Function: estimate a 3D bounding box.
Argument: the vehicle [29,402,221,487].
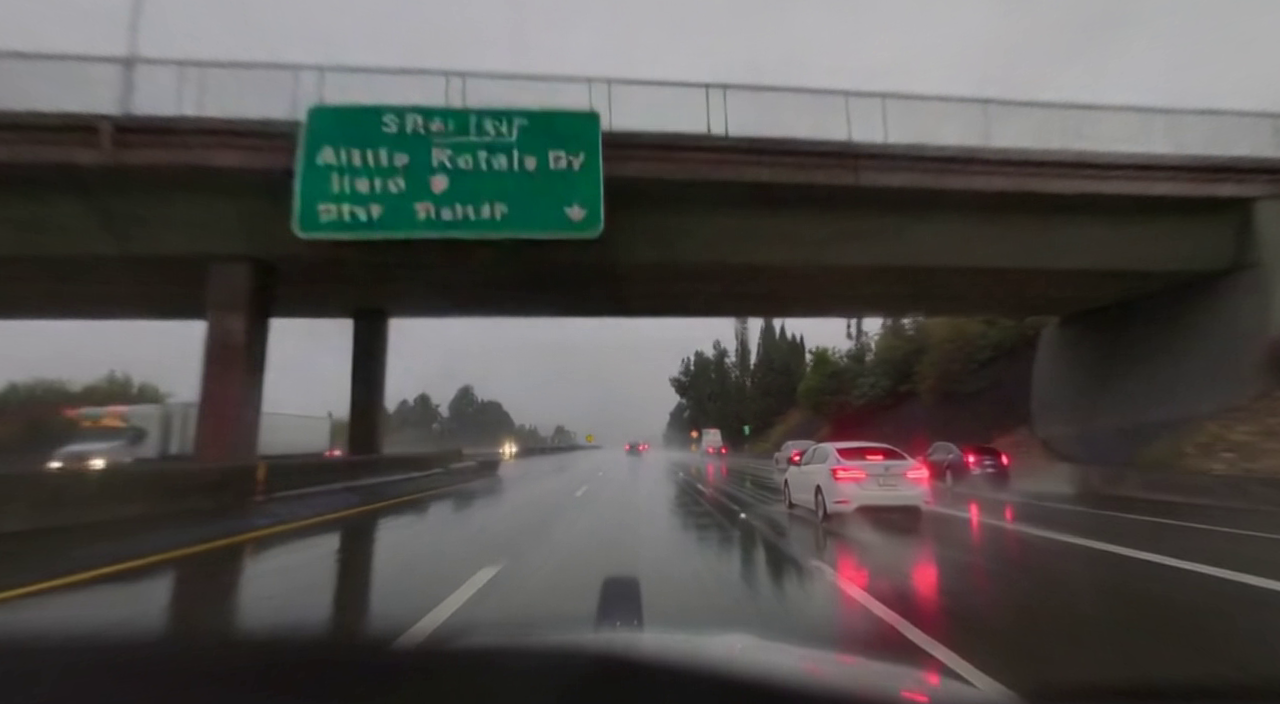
[{"bbox_3d":[-27.157,5.001,34.153,3.020,3.976,8.549,0,-9,0],"label":"vehicle"}]

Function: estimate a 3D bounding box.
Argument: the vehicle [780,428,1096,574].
[{"bbox_3d":[3.562,1.862,8.784,2.076,1.472,4.562,0,-9,-1],"label":"vehicle"}]

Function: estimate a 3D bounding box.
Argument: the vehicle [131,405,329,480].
[{"bbox_3d":[-27.263,6.338,44.009,2.909,4.186,16.546,0,-9,0],"label":"vehicle"}]
